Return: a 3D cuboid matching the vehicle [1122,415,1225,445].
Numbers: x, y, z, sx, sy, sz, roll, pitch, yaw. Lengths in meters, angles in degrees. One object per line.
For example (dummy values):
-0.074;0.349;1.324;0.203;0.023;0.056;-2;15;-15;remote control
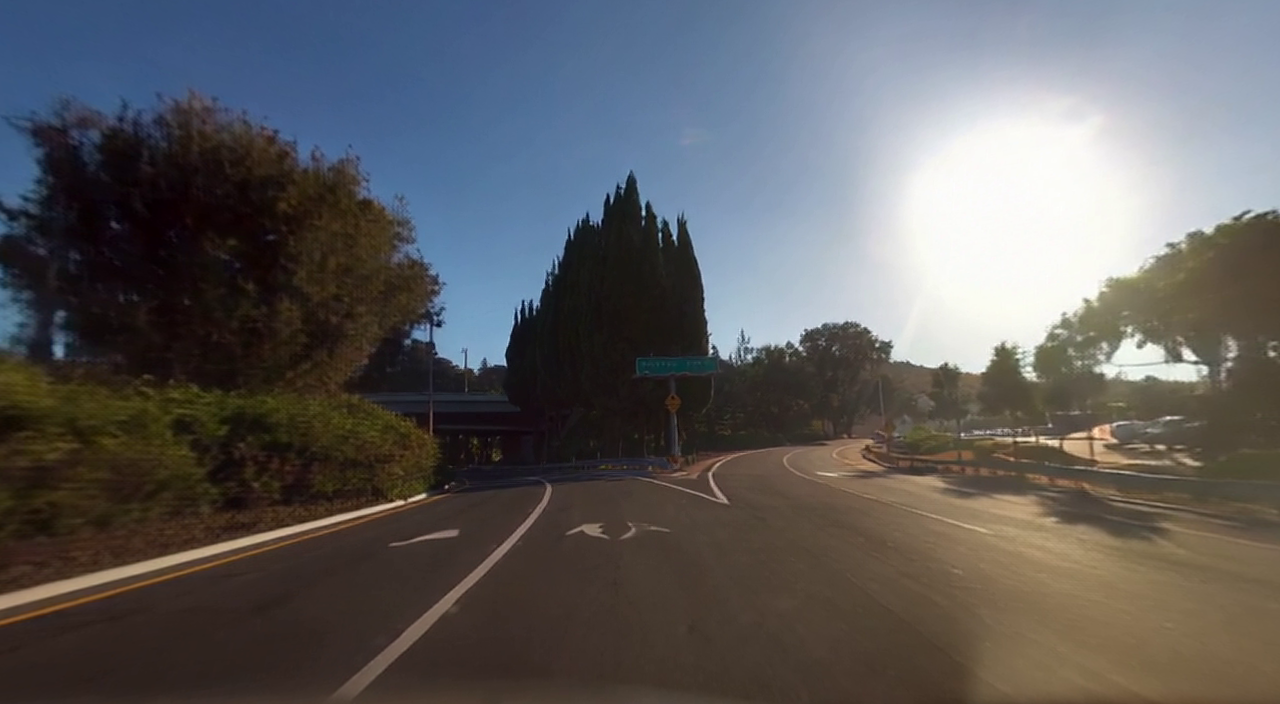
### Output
30.661;4.550;36.507;1.744;1.459;4.524;8;-9;-9;vehicle
